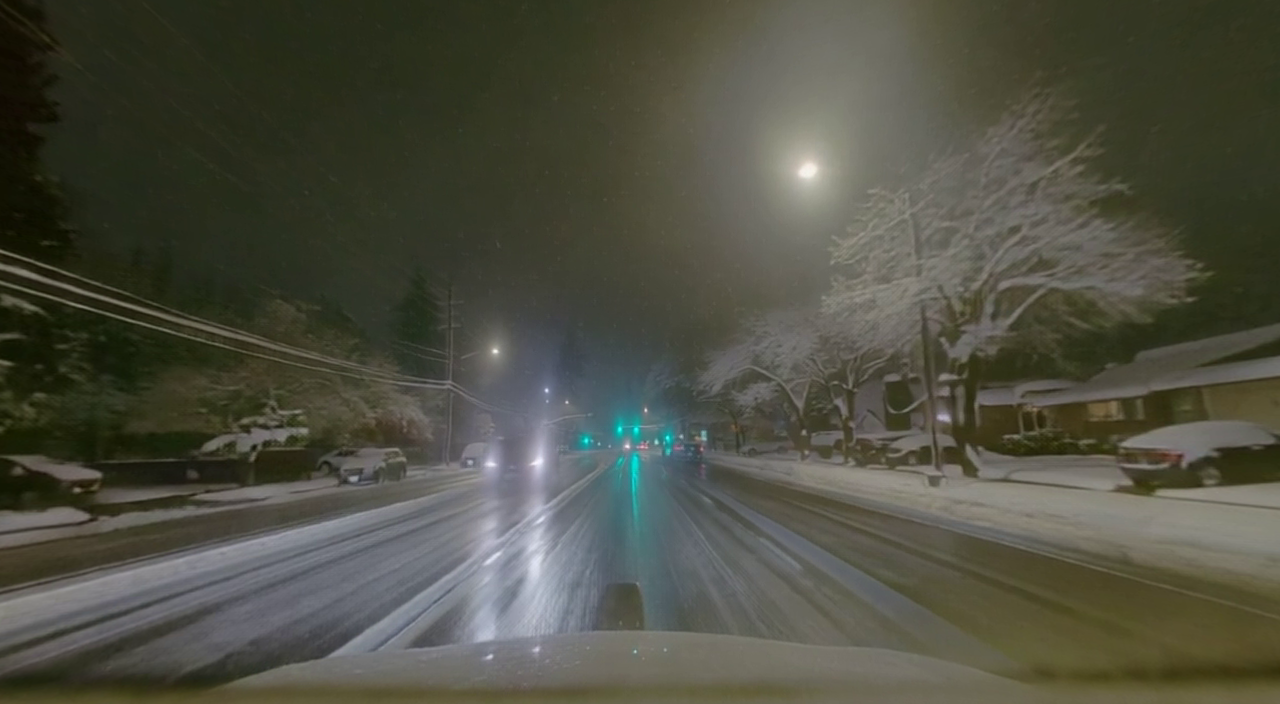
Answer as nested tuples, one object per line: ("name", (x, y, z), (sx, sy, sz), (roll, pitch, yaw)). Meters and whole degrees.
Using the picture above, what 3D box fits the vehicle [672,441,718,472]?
("vehicle", (2.886, 5.590, 34.091), (1.983, 1.557, 4.078), (0, -8, -2))

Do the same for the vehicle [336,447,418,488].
("vehicle", (-11.995, 5.270, 29.196), (1.822, 1.699, 4.791), (0, -8, -1))

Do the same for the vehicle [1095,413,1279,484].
("vehicle", (13.025, 2.151, 14.151), (4.237, 1.476, 1.743), (0, -8, 1))

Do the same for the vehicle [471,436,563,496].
("vehicle", (-3.751, 3.560, 20.119), (2.076, 1.688, 4.284), (0, -8, 0))

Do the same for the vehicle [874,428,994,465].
("vehicle", (12.528, 4.077, 27.165), (4.183, 1.516, 1.884), (0, -8, 3))

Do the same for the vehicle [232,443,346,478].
("vehicle", (-18.921, 5.867, 34.215), (4.837, 1.808, 2.176), (0, -8, -1))

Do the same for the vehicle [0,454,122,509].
("vehicle", (-19.080, 3.840, 18.985), (4.909, 1.495, 2.211), (1, -8, -5))
